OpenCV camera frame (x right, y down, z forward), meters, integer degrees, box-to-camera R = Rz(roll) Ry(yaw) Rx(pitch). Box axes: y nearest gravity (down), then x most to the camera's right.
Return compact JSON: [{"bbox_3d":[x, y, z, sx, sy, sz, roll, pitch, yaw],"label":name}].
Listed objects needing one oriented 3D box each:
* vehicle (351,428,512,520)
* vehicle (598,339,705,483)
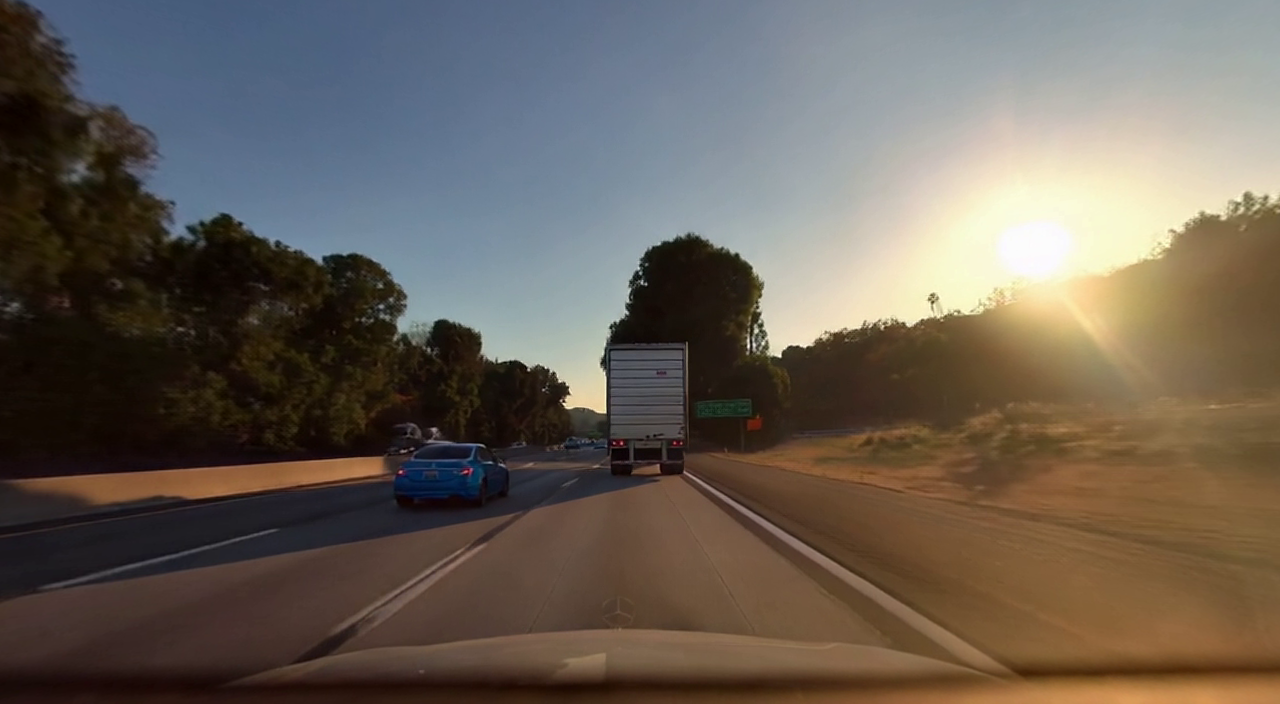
[{"bbox_3d":[-3.962,2.380,12.834,1.854,1.530,4.268,0,-8,-1],"label":"vehicle"},{"bbox_3d":[0.218,2.443,23.651,3.073,4.196,10.546,0,-8,-1],"label":"vehicle"}]
